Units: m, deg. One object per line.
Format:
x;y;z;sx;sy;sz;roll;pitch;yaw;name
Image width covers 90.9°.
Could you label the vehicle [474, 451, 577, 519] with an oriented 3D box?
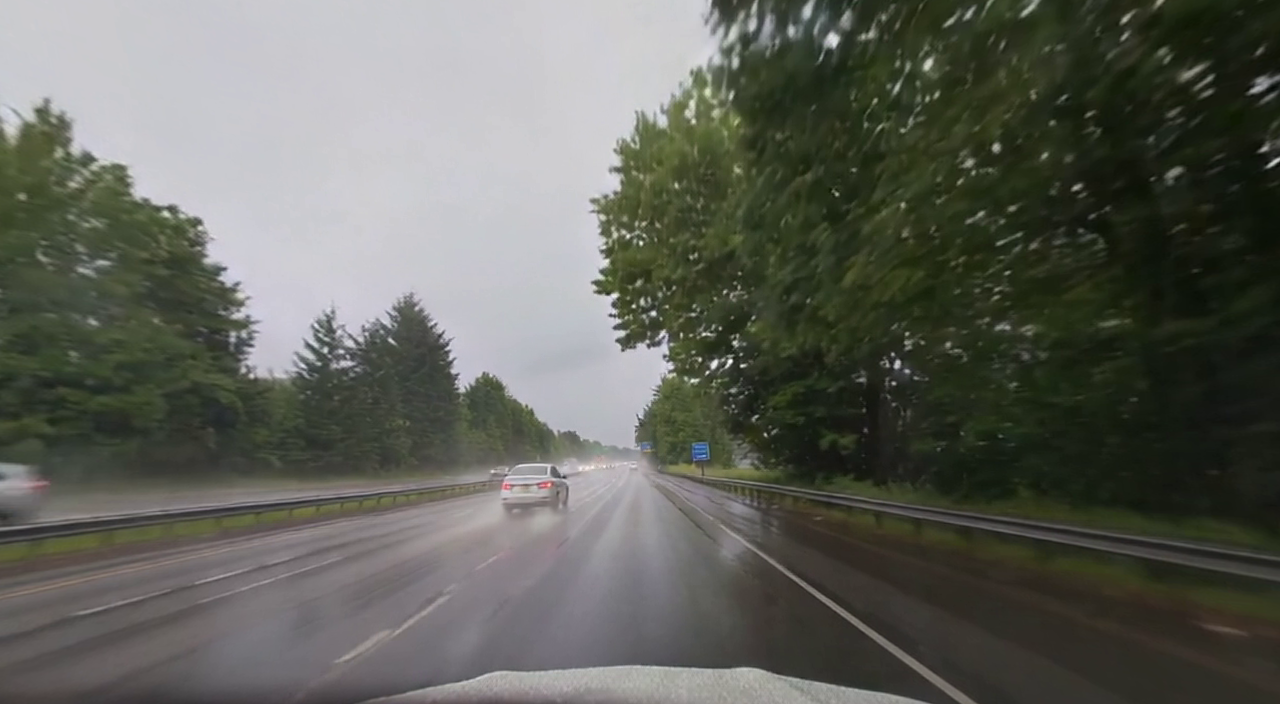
-3.088;3.733;17.966;2.104;1.655;4.039;0;-10;1;vehicle
